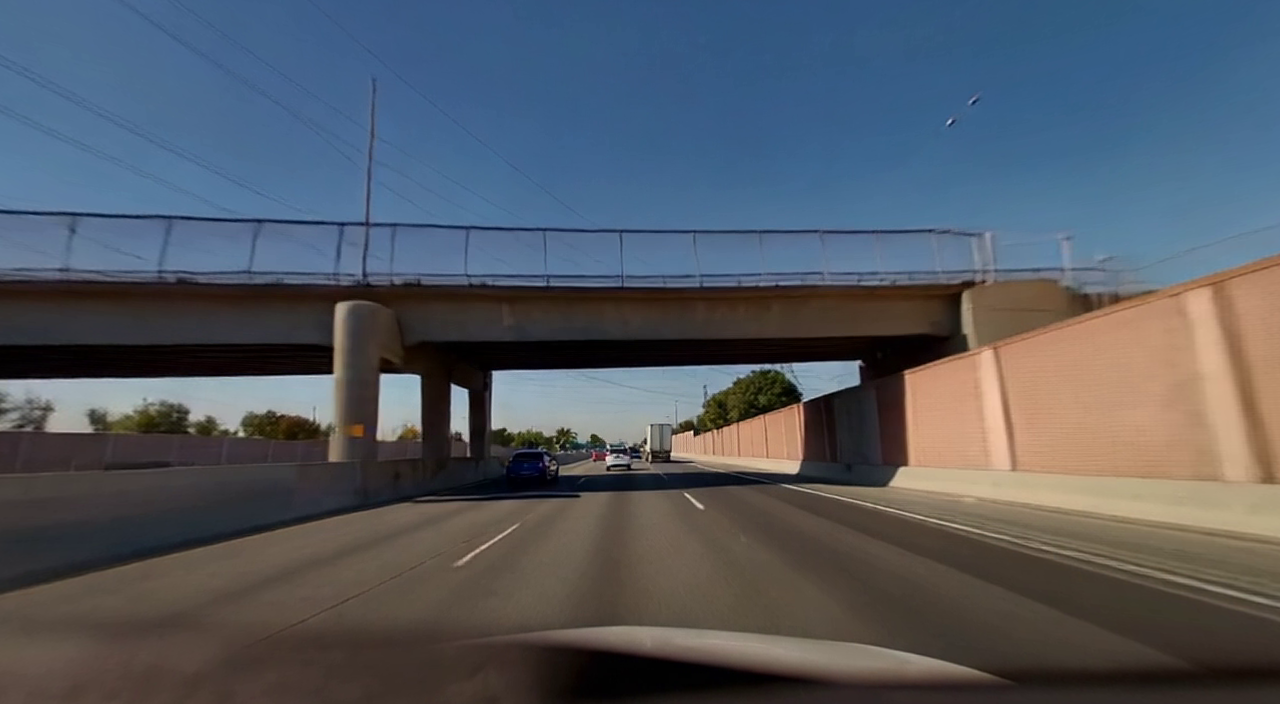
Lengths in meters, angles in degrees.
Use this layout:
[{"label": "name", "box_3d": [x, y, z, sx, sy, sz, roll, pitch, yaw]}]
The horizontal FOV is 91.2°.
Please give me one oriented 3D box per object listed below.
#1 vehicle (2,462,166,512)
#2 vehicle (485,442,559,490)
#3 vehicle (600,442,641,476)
[{"label": "vehicle", "box_3d": [-20.179, 4.878, 23.100, 1.844, 1.544, 4.608, 0, -9, 0]}, {"label": "vehicle", "box_3d": [-4.203, 4.124, 22.961, 1.987, 1.548, 3.981, 0, -9, -1]}, {"label": "vehicle", "box_3d": [-0.965, 5.477, 32.272, 2.004, 1.615, 4.113, 0, -9, -1]}]
